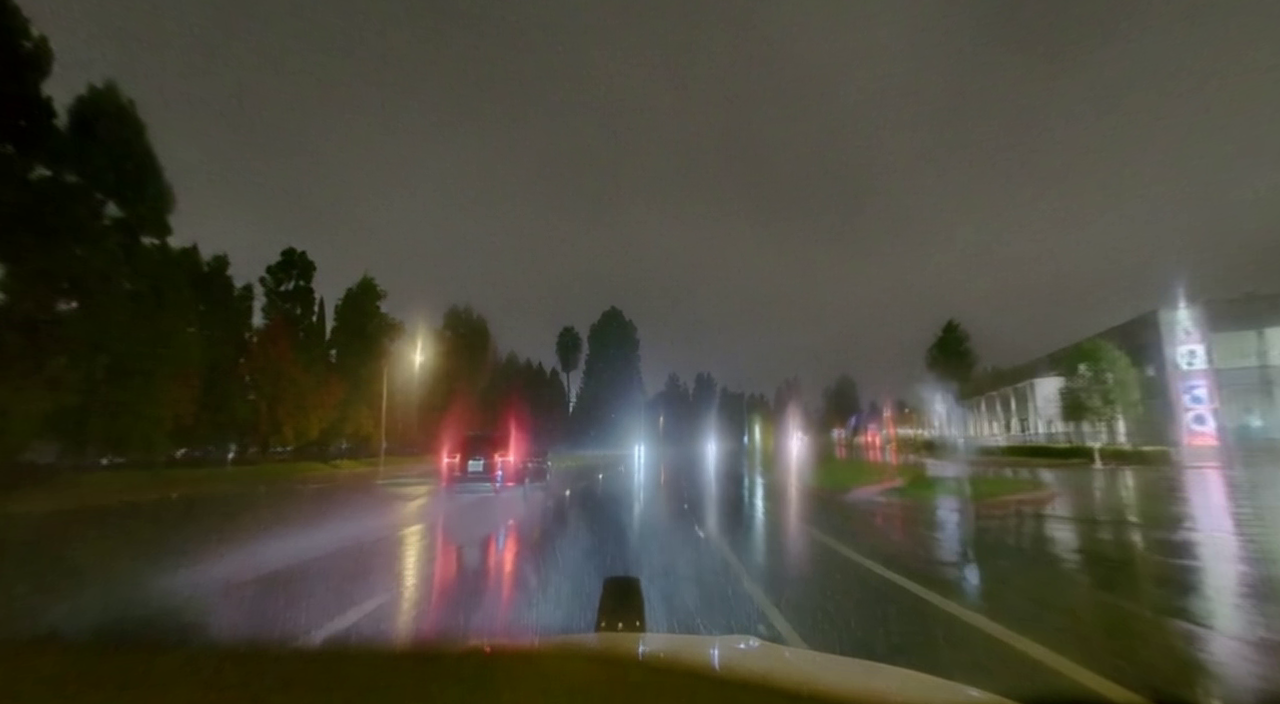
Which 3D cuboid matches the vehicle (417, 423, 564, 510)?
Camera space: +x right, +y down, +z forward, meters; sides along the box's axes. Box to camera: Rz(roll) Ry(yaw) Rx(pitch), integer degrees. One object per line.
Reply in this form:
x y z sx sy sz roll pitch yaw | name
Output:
-3.248 2.607 14.826 2.121 1.724 4.392 0 -9 3 | vehicle
